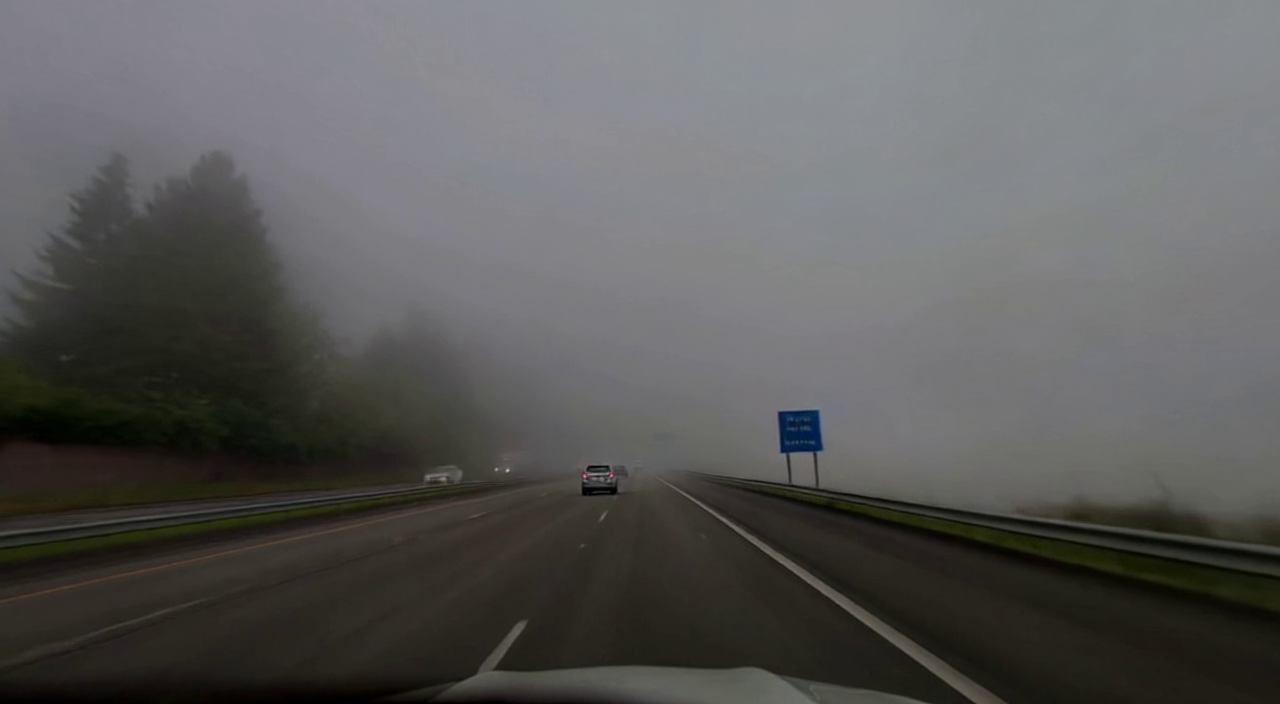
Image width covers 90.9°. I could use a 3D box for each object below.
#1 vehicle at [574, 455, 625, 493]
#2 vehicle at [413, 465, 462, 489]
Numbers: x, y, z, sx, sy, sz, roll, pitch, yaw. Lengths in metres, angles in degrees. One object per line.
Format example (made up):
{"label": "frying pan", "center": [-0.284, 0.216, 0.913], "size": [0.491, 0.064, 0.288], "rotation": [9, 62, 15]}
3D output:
{"label": "vehicle", "center": [-1.877, 5.895, 30.506], "size": [2.104, 1.655, 4.039], "rotation": [0, -10, 2]}
{"label": "vehicle", "center": [-12.839, 7.939, 40.230], "size": [1.810, 1.418, 3.958], "rotation": [1, -10, 0]}
